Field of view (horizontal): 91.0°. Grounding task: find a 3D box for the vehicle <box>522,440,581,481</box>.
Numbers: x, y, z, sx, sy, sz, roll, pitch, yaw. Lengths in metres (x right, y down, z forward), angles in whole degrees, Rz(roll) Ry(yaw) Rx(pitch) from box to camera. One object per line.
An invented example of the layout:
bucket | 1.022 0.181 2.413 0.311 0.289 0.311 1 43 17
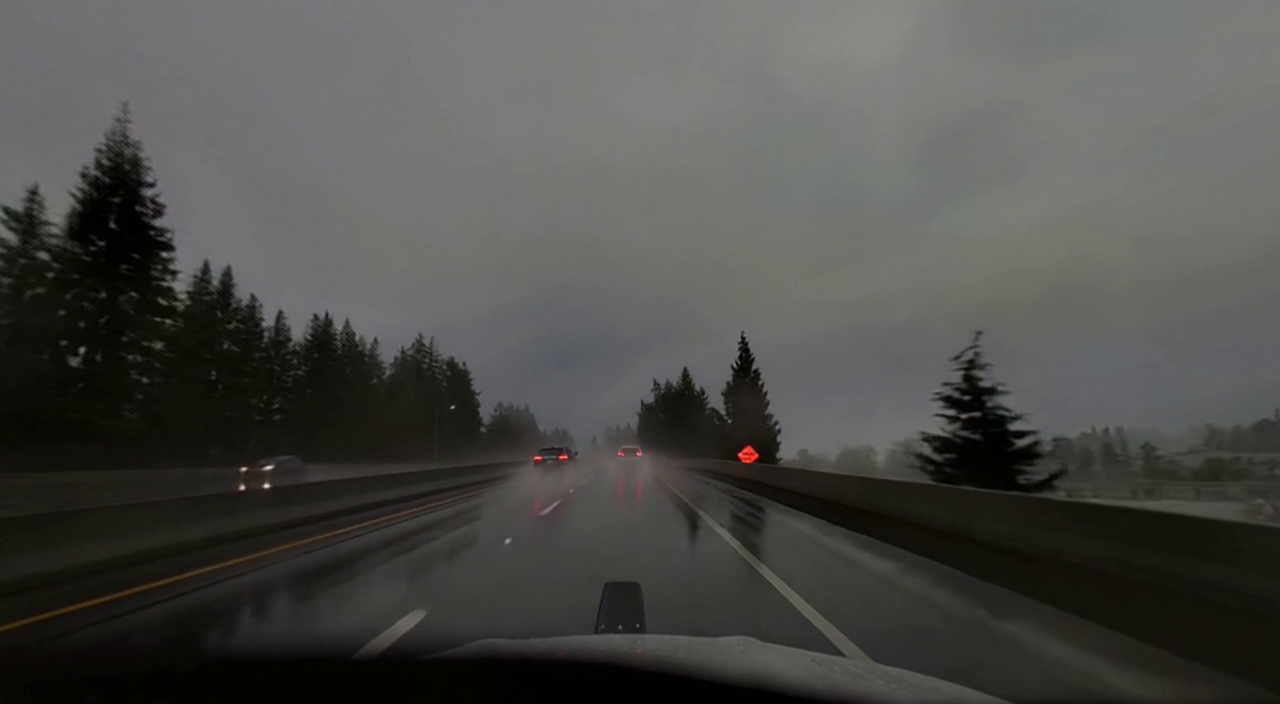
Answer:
vehicle | -4.056 5.050 29.550 2.130 1.741 4.665 0 -9 0

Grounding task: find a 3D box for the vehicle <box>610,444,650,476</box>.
vehicle | -0.543 6.074 35.758 2.130 1.684 3.826 0 -8 -1
